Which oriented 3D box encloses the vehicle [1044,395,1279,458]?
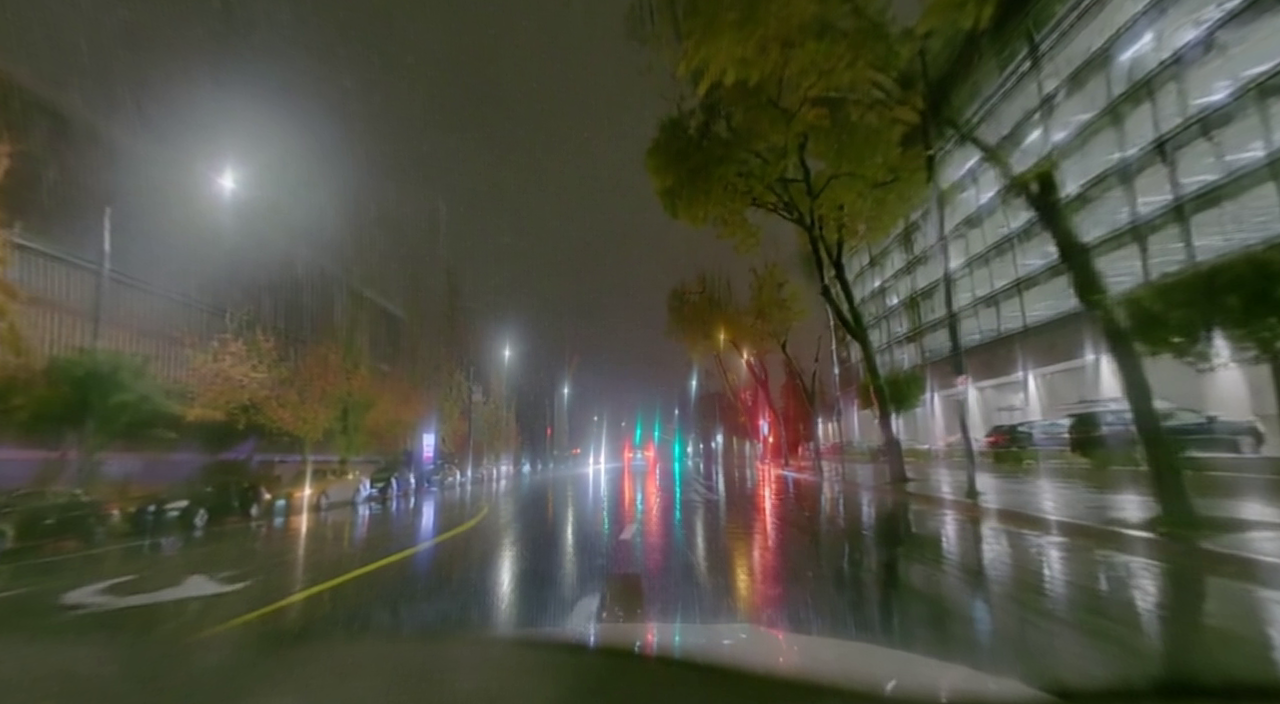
[{"bbox_3d":[14.567,2.158,17.924,4.619,1.626,2.121,-1,-8,6],"label":"vehicle"}]

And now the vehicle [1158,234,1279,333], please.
[{"bbox_3d":[13.503,-1.422,13.083,3.826,1.601,1.807,-3,-8,1],"label":"vehicle"}]

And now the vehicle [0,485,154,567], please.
[{"bbox_3d":[-14.062,3.946,14.452,2.021,1.438,4.616,-3,-9,5],"label":"vehicle"}]

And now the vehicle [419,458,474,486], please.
[{"bbox_3d":[-12.562,7.801,41.304,1.997,1.668,4.084,-1,-8,4],"label":"vehicle"}]

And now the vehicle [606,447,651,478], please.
[{"bbox_3d":[-0.501,5.619,32.526,2.051,1.454,4.132,0,-8,3],"label":"vehicle"}]

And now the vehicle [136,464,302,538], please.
[{"bbox_3d":[-13.771,4.834,21.096,1.917,1.775,5.018,-10,-10,2],"label":"vehicle"}]

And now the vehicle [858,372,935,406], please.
[{"bbox_3d":[15.129,2.222,37.424,3.766,1.708,1.810,-2,-10,6],"label":"vehicle"}]

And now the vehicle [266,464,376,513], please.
[{"bbox_3d":[-13.261,5.668,26.625,1.984,1.635,4.525,-3,-9,5],"label":"vehicle"}]

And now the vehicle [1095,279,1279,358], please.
[{"bbox_3d":[13.776,-0.780,15.528,3.770,1.574,1.671,-1,-9,5],"label":"vehicle"}]

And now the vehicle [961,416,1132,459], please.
[{"bbox_3d":[14.984,3.222,23.581,4.750,1.519,2.276,0,-9,3],"label":"vehicle"}]

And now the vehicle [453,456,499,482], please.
[{"bbox_3d":[-12.209,8.727,47.339,2.016,1.627,4.742,-2,-8,3],"label":"vehicle"}]

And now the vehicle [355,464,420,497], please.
[{"bbox_3d":[-12.956,6.582,32.635,1.646,1.462,3.740,0,-8,2],"label":"vehicle"}]
